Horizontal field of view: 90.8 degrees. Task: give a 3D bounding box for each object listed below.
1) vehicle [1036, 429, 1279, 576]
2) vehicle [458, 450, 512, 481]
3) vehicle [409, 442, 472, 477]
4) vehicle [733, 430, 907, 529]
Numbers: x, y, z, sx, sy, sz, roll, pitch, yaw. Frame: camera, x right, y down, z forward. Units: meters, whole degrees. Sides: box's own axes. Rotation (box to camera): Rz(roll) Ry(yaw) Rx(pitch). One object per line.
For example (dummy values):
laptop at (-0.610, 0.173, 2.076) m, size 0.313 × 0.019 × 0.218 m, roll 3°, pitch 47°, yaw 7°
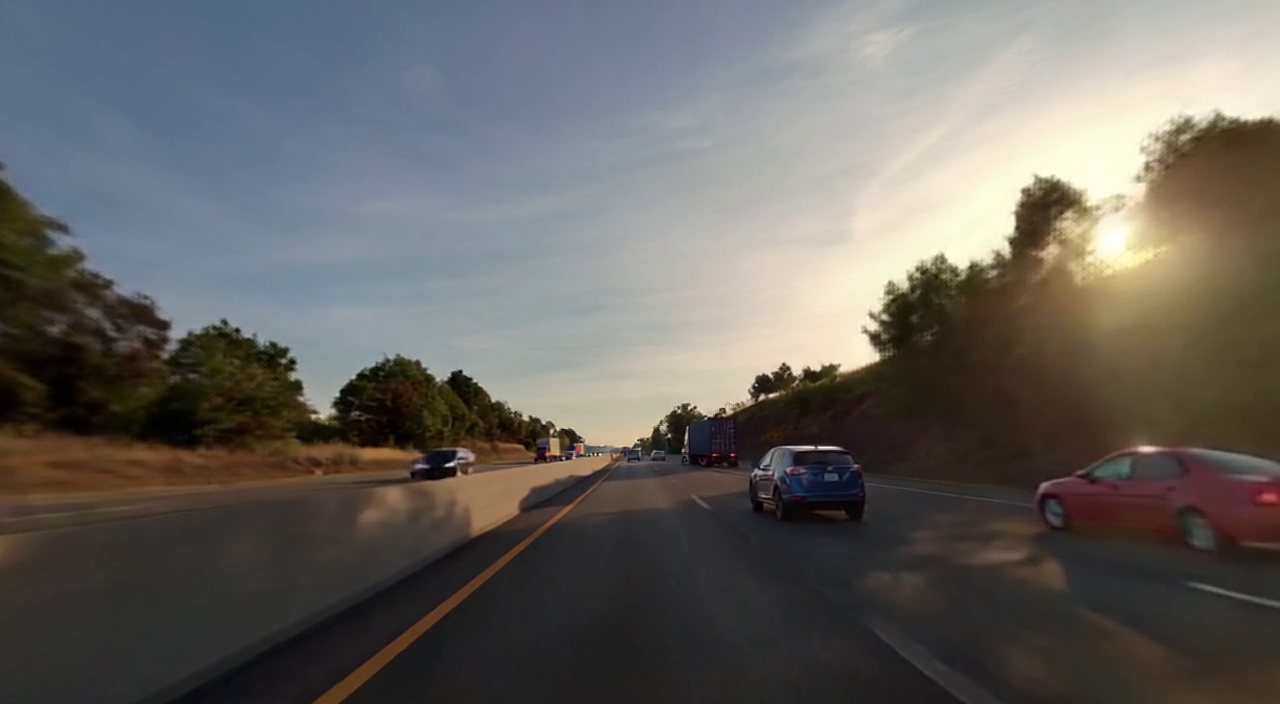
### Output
vehicle at (7.445, 1.739, 7.803) m, size 2.024 × 1.471 × 4.618 m, roll 0°, pitch -9°, yaw -1°
vehicle at (-7.704, 5.625, 31.627) m, size 1.760 × 1.437 × 3.634 m, roll 0°, pitch -9°, yaw 0°
vehicle at (-11.803, 6.376, 37.704) m, size 2.095 × 1.901 × 5.025 m, roll 0°, pitch -9°, yaw 0°
vehicle at (3.409, 2.522, 13.044) m, size 2.130 × 1.658 × 4.537 m, roll 0°, pitch -9°, yaw -2°
